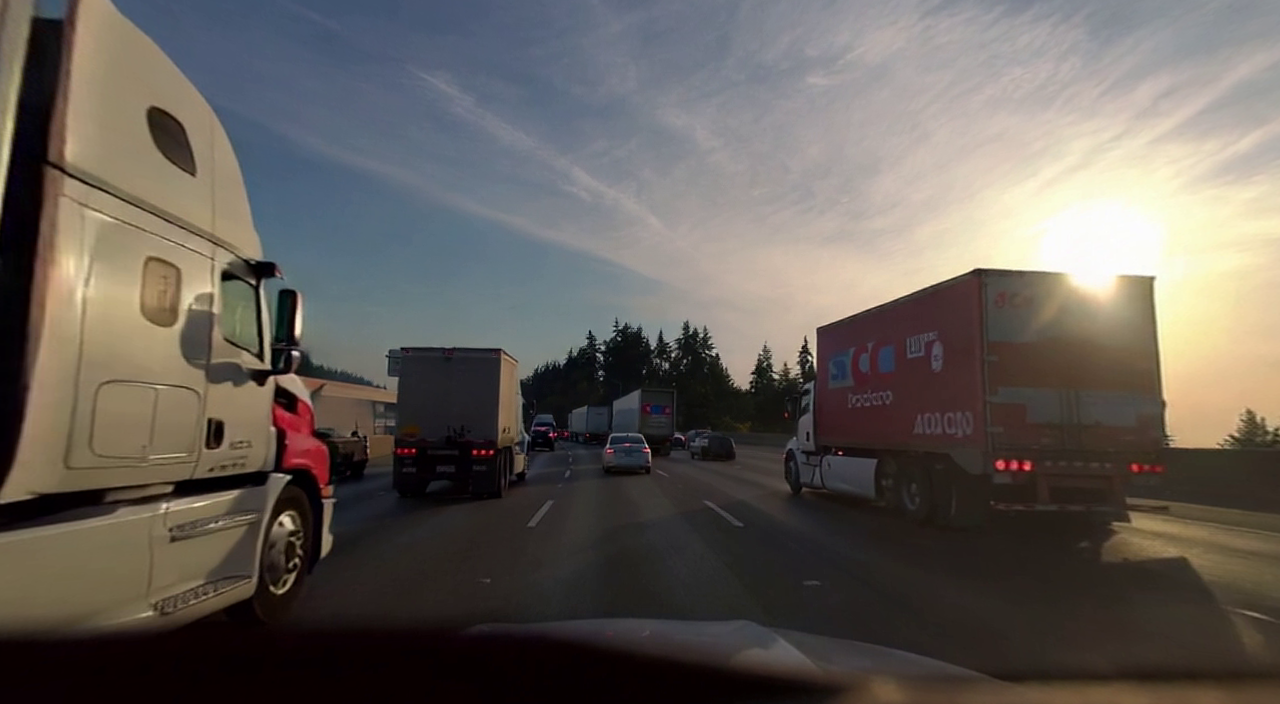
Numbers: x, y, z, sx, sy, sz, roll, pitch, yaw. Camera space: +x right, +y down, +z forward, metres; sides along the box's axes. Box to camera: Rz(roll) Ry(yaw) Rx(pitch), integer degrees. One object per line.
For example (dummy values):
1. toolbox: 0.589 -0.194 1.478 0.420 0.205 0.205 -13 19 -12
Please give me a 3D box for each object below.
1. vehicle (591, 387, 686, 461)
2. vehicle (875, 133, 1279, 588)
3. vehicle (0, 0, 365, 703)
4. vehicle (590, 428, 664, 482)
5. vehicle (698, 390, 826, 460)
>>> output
1. vehicle: -0.577 4.907 41.931 2.899 4.112 13.912 2 -8 -15
2. vehicle: 7.228 0.031 5.472 2.758 4.032 11.419 3 -8 -20
3. vehicle: -3.617 -0.543 0.659 2.822 3.788 8.799 0 -8 -1
4. vehicle: -0.537 3.252 20.259 2.060 1.540 4.374 1 -8 -5
5. vehicle: 7.748 5.041 42.660 2.866 4.057 11.808 3 -8 -19
